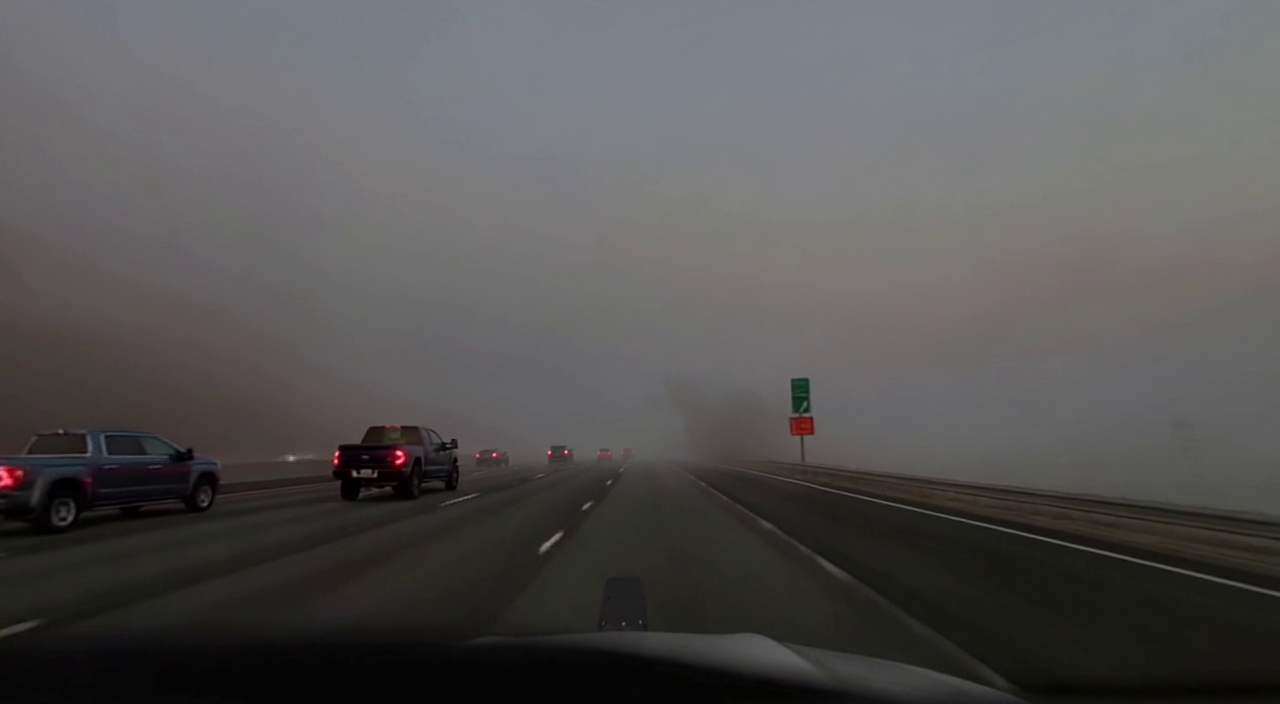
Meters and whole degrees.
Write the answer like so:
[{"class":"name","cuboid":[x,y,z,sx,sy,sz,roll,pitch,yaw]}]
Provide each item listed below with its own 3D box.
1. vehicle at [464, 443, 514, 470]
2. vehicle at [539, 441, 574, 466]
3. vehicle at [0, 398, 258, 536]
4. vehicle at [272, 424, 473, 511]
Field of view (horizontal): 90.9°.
[{"class":"vehicle","cuboid":[-9.693,6.723,40.867,2.060,1.662,4.469,0,-8,2]},{"class":"vehicle","cuboid":[-6.156,7.528,46.948,2.009,1.735,4.358,0,-8,0]},{"class":"vehicle","cuboid":[-10.332,2.047,11.772,2.576,1.922,6.067,0,-8,0]},{"class":"vehicle","cuboid":[-6.381,2.856,16.264,2.403,1.773,6.276,0,-8,1]}]
